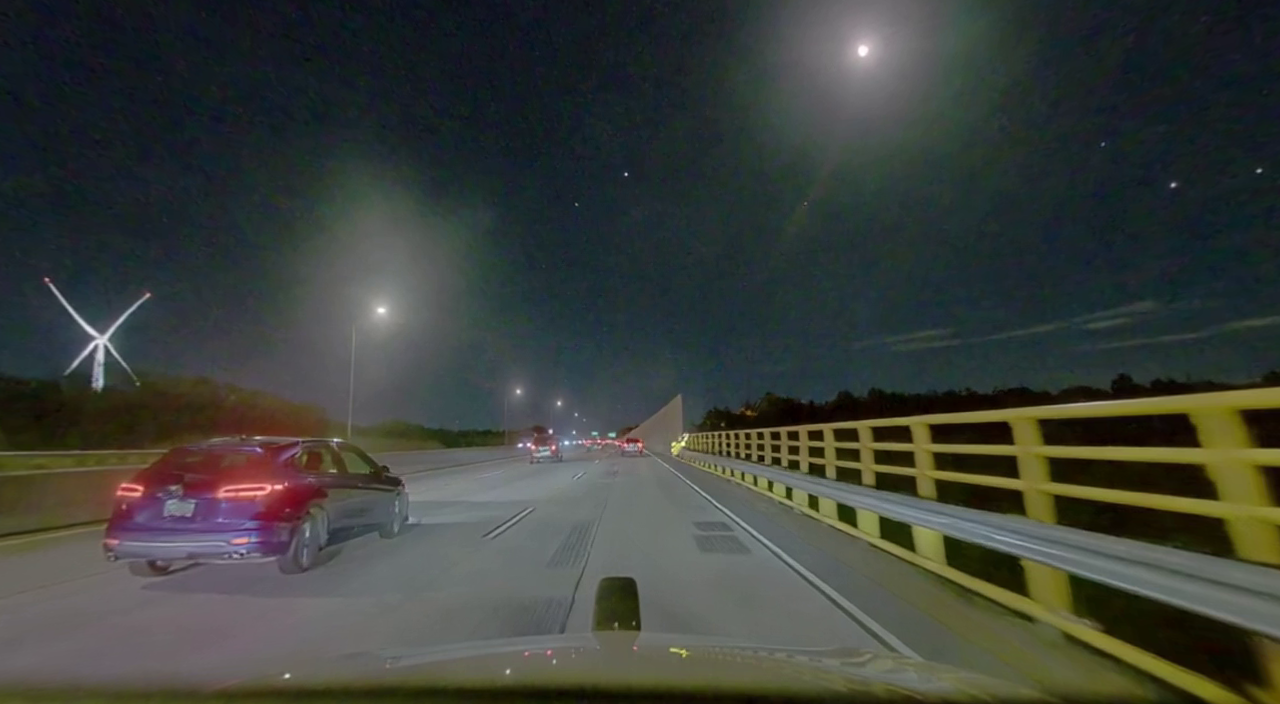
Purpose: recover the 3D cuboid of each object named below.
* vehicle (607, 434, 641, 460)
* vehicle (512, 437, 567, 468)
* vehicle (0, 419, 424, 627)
[{"bbox_3d":[-0.980,5.878,39.109,2.027,1.550,3.607,0,-8,-1],"label":"vehicle"},{"bbox_3d":[-4.820,4.863,30.779,2.059,1.436,3.802,0,-8,-1],"label":"vehicle"},{"bbox_3d":[-4.151,1.533,6.864,1.998,1.468,4.635,0,-8,-1],"label":"vehicle"}]
